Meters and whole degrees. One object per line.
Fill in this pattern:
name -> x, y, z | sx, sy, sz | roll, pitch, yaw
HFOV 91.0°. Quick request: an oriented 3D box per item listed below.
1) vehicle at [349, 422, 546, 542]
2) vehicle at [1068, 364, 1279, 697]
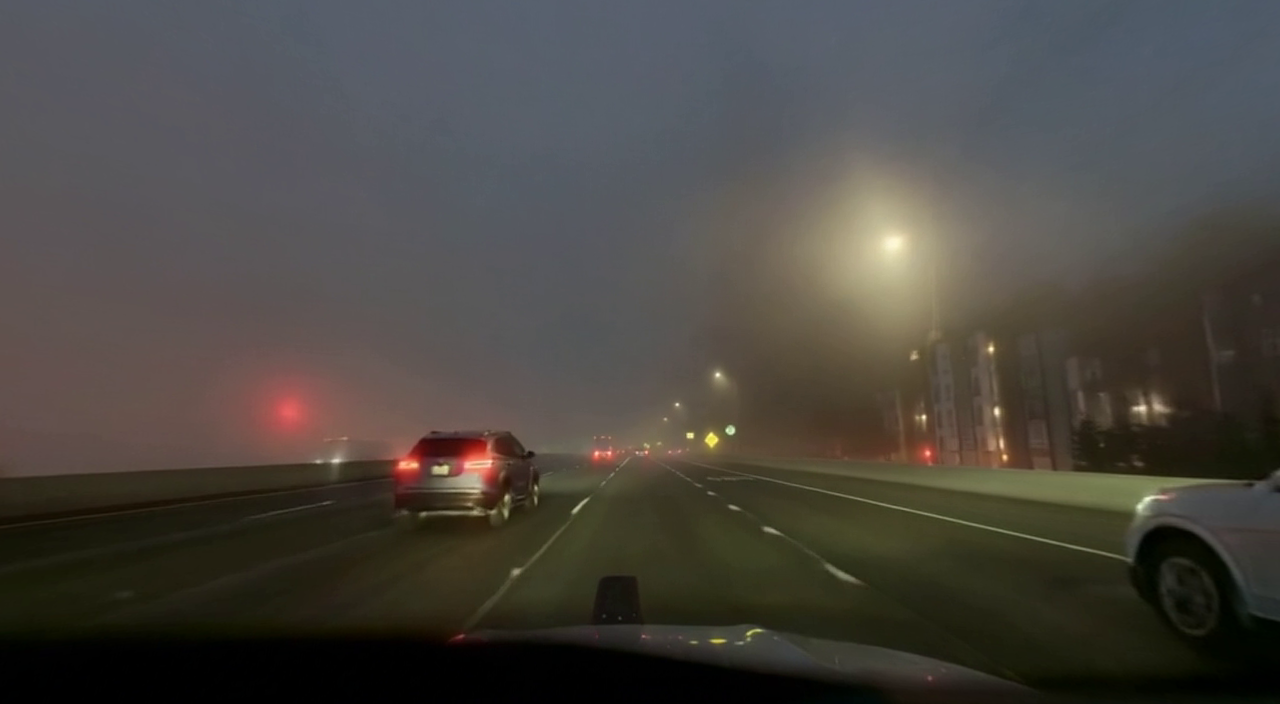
vehicle -> -3.191, 2.273, 11.680 | 2.075, 1.721, 4.763 | 0, -9, 1
vehicle -> 4.461, 0.816, 2.530 | 2.170, 1.733, 4.631 | 0, -9, 0
